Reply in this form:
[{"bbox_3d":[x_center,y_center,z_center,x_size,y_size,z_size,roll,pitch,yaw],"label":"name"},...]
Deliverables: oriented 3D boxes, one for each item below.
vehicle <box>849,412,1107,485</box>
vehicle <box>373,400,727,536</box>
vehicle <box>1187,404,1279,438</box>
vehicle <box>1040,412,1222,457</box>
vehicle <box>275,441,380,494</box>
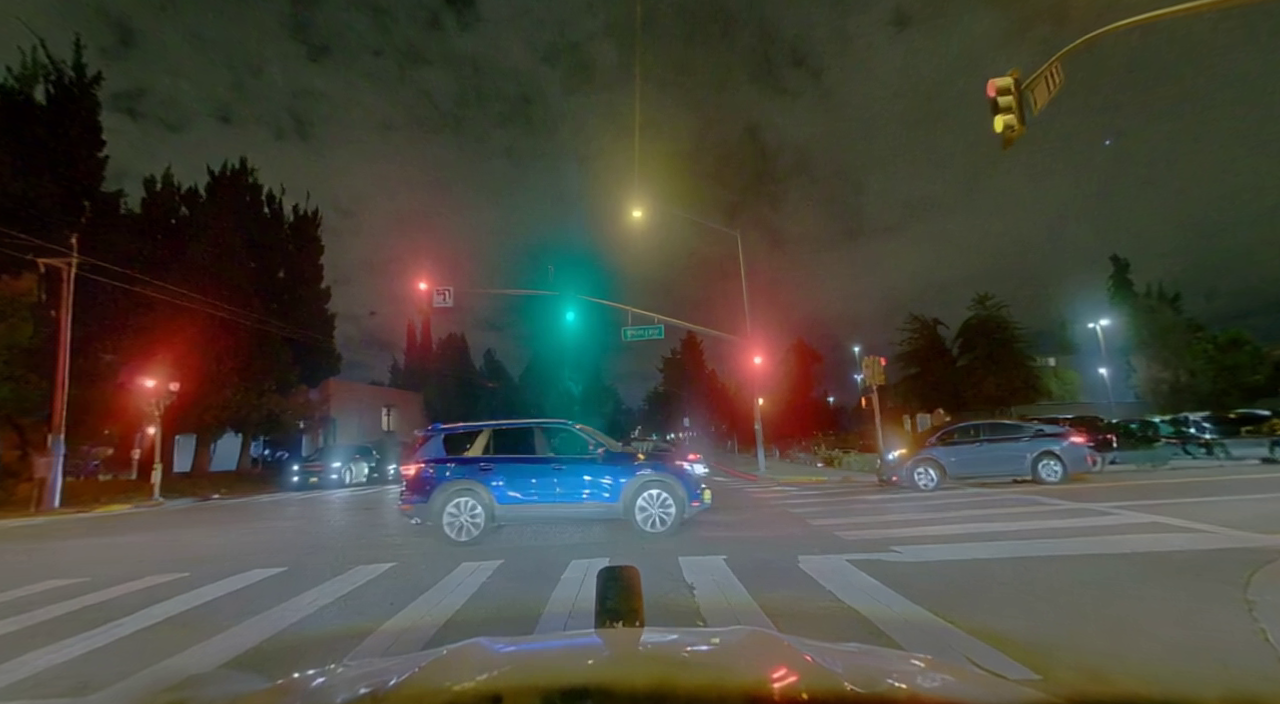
[{"bbox_3d":[6.947,2.104,13.500,4.385,1.419,1.855,-1,-12,8],"label":"vehicle"},{"bbox_3d":[-1.251,1.834,10.072,5.122,1.781,2.098,-3,-9,6],"label":"vehicle"},{"bbox_3d":[34.921,4.018,36.630,4.326,1.511,1.725,-8,-9,17],"label":"vehicle"},{"bbox_3d":[16.961,2.907,22.107,4.560,1.453,1.851,-3,-9,18],"label":"vehicle"},{"bbox_3d":[-13.723,5.060,28.154,2.251,1.957,4.968,-4,-9,-1],"label":"vehicle"}]
